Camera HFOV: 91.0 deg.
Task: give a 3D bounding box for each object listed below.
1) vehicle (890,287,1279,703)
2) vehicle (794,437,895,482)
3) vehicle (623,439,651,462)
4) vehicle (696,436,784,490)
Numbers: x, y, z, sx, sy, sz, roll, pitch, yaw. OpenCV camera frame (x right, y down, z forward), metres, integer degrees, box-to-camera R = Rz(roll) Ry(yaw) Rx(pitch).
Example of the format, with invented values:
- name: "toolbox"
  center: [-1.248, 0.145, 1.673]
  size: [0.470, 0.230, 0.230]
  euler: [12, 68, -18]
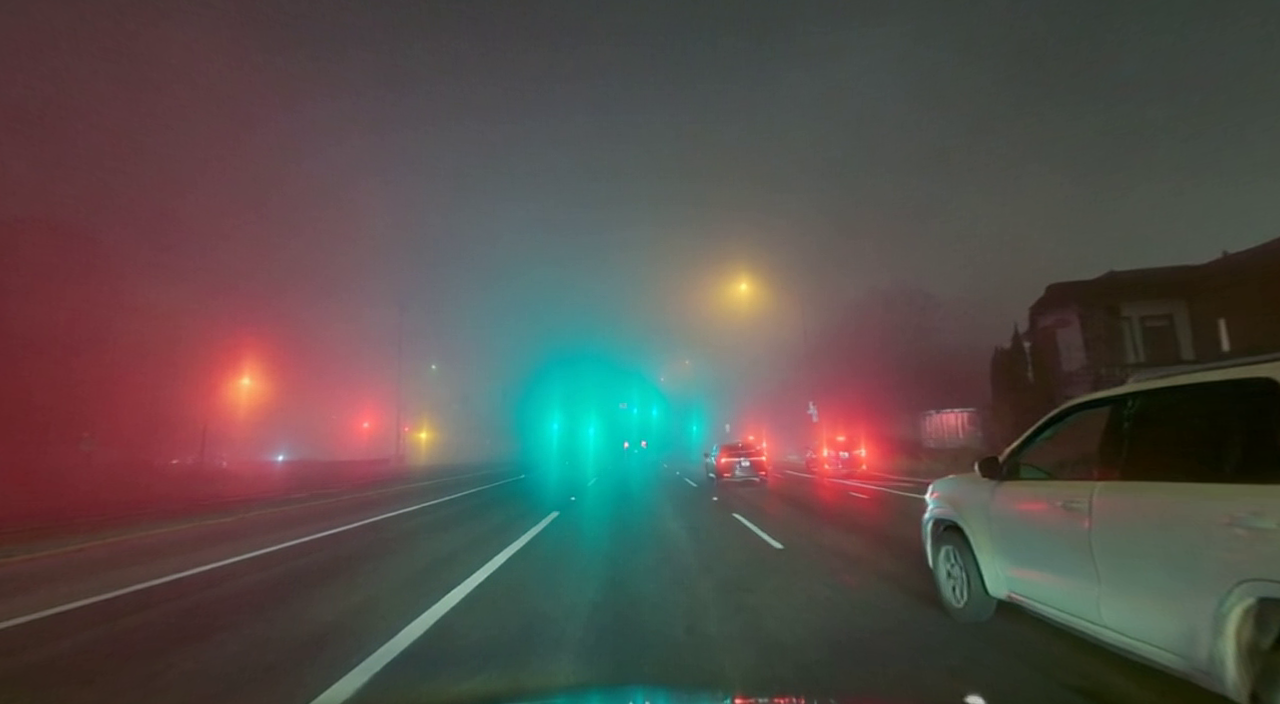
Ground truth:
- name: "vehicle"
  center: [3.097, 0.788, 2.694]
  size: [2.129, 1.761, 4.610]
  euler: [0, -9, 0]
- name: "vehicle"
  center: [7.201, 3.842, 22.746]
  size: [2.010, 1.421, 4.586]
  euler: [0, -9, -2]
- name: "vehicle"
  center: [-0.258, 7.662, 49.151]
  size: [2.146, 1.685, 4.003]
  euler: [0, -9, -1]
- name: "vehicle"
  center: [2.883, 3.313, 19.073]
  size: [1.889, 1.451, 4.180]
  euler: [0, -9, -1]
